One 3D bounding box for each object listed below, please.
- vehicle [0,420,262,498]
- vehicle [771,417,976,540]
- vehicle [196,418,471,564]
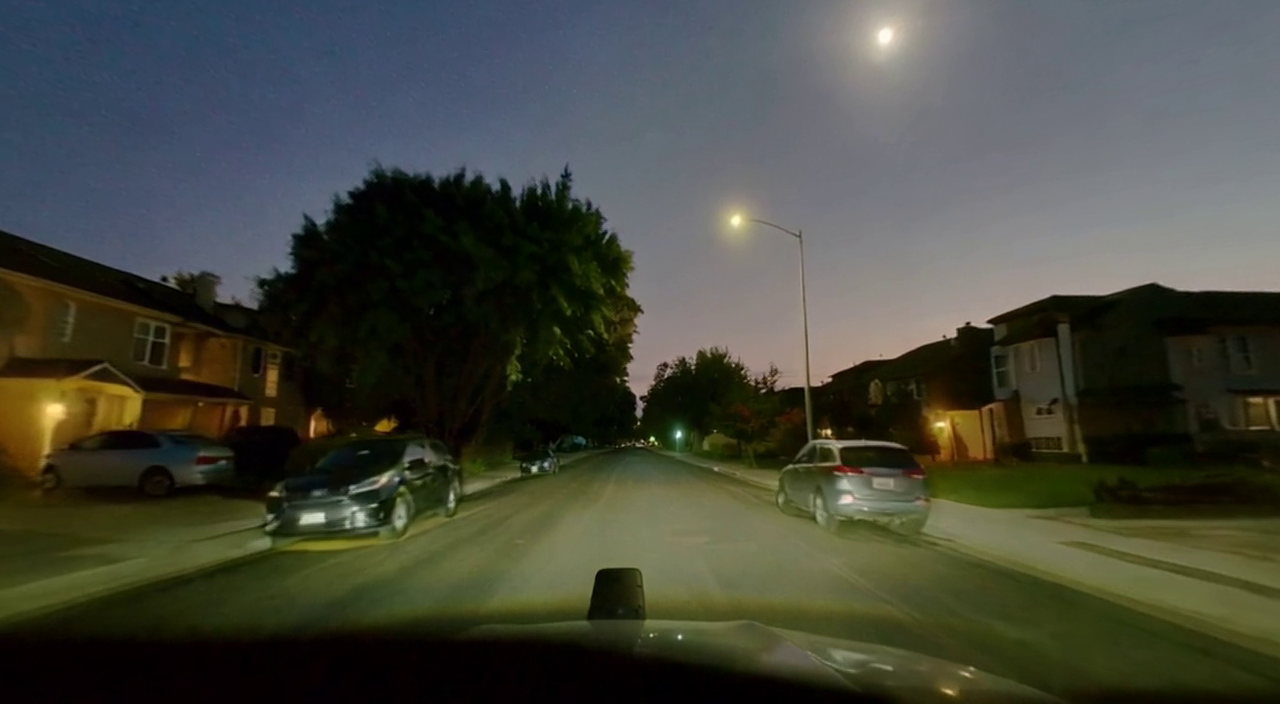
[{"bbox_3d":[-13.100,2.713,16.212,5.411,1.847,2.100,0,-8,0],"label":"vehicle"},{"bbox_3d":[4.013,2.252,11.932,2.173,1.806,4.701,1,-9,2],"label":"vehicle"},{"bbox_3d":[-4.313,2.007,9.835,2.157,1.736,4.104,-1,-8,1],"label":"vehicle"}]
